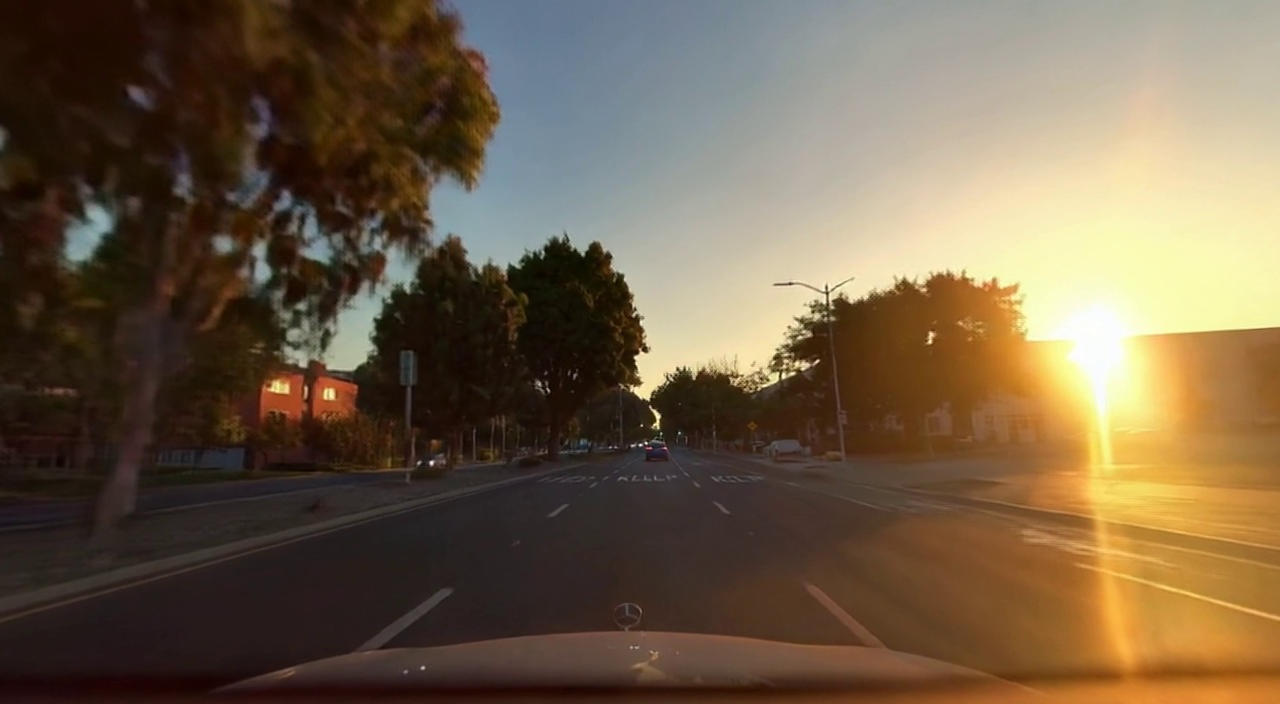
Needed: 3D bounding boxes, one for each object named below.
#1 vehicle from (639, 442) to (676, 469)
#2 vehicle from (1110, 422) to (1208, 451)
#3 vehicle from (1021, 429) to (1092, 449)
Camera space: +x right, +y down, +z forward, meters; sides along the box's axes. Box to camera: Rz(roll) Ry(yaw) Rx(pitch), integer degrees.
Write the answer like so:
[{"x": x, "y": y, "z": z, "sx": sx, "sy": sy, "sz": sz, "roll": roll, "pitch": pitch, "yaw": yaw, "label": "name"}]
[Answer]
[{"x": 1.046, "y": 6.334, "z": 38.553, "sx": 2.144, "sy": 1.505, "sz": 4.128, "roll": -1, "pitch": -9, "yaw": 1, "label": "vehicle"}, {"x": 31.521, "y": 5.181, "z": 38.213, "sx": 4.051, "sy": 1.475, "sz": 1.949, "roll": -3, "pitch": -9, "yaw": 2, "label": "vehicle"}, {"x": 32.182, "y": 6.762, "z": 48.533, "sx": 4.002, "sy": 1.501, "sz": 2.000, "roll": 0, "pitch": -9, "yaw": 0, "label": "vehicle"}]
